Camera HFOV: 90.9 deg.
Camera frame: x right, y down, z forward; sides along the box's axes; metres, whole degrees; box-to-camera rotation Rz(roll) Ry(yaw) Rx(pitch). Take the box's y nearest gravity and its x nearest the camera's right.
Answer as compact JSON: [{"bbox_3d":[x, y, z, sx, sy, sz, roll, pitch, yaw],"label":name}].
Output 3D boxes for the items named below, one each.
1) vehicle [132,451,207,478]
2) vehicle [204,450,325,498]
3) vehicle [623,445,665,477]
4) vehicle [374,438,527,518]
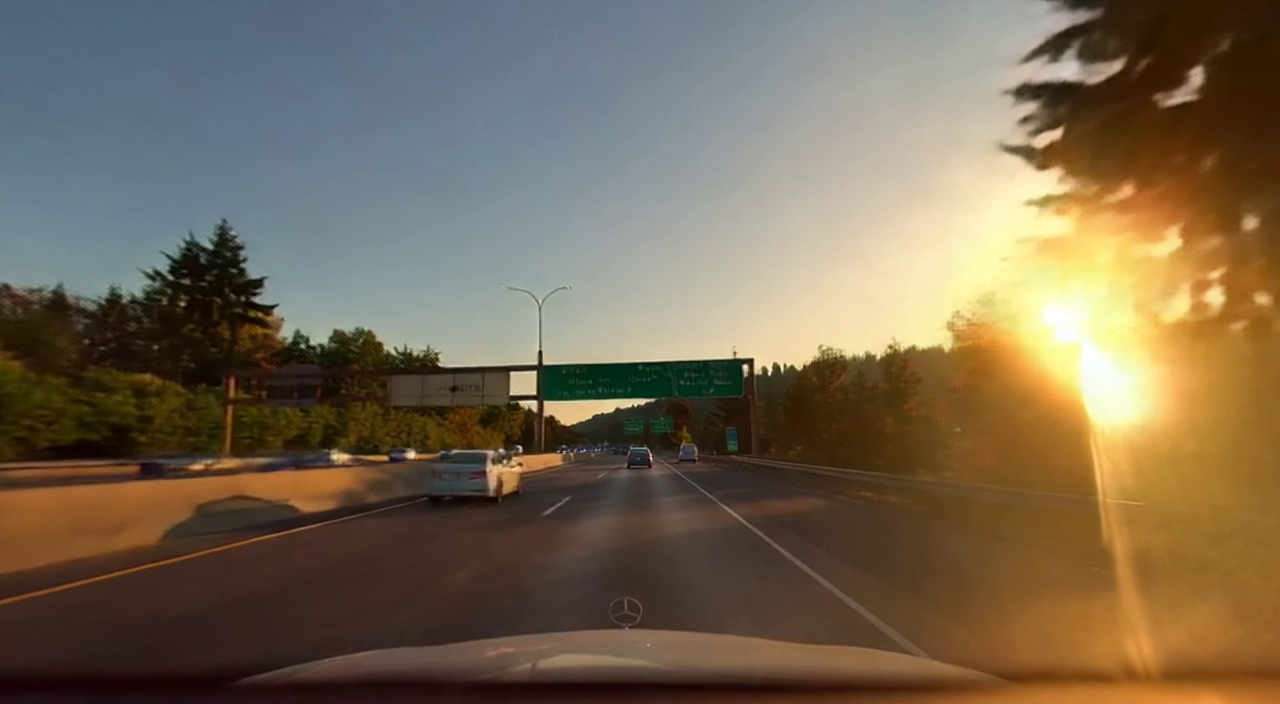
[{"bbox_3d":[-27.452,6.576,36.900,1.736,1.475,3.535,0,-9,-2],"label":"vehicle"},{"bbox_3d":[-12.685,4.115,21.587,1.787,1.447,3.776,0,-9,1],"label":"vehicle"},{"bbox_3d":[0.168,5.390,31.331,1.960,1.456,3.818,0,-9,0],"label":"vehicle"},{"bbox_3d":[-4.110,2.835,14.627,2.081,1.534,4.543,0,-9,1],"label":"vehicle"}]
